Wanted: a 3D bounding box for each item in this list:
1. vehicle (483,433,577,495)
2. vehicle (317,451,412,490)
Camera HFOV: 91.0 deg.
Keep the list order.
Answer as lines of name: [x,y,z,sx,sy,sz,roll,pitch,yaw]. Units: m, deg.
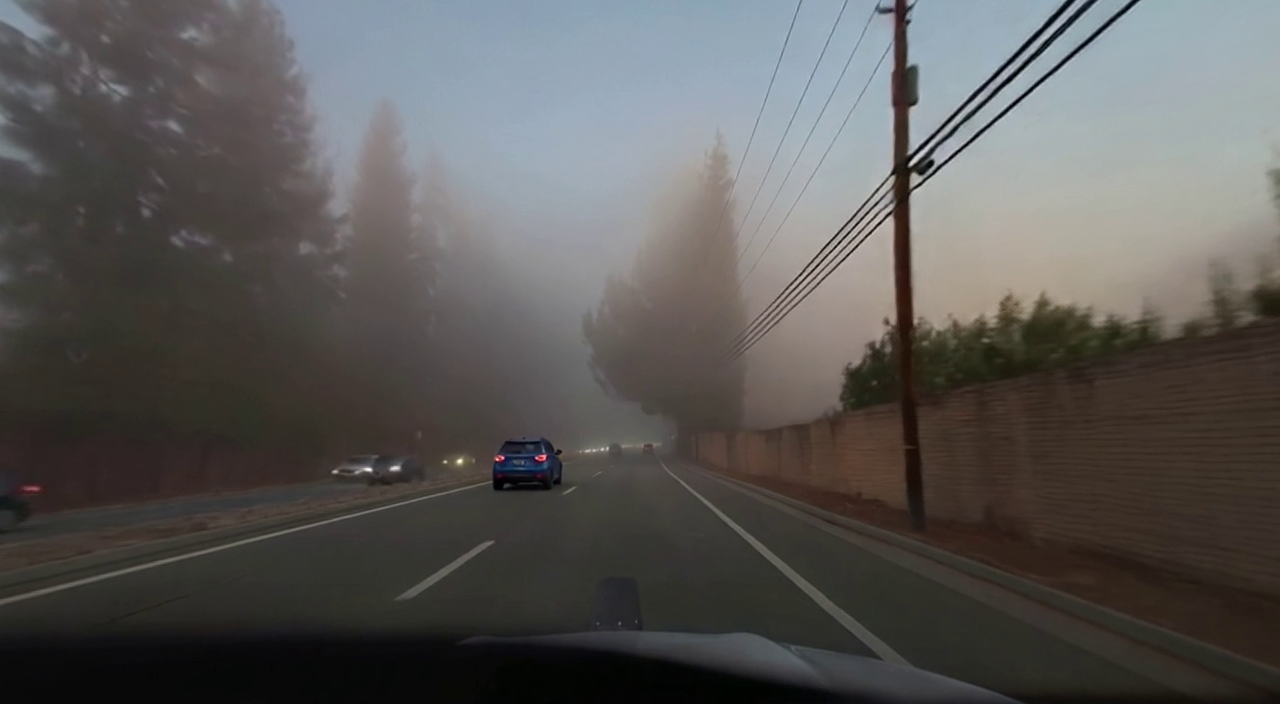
vehicle: [-3.356,3.516,20.198,2.147,1.730,4.555,0,-8,1]
vehicle: [-12.007,5.164,27.828,1.988,1.494,4.693,0,-8,1]
